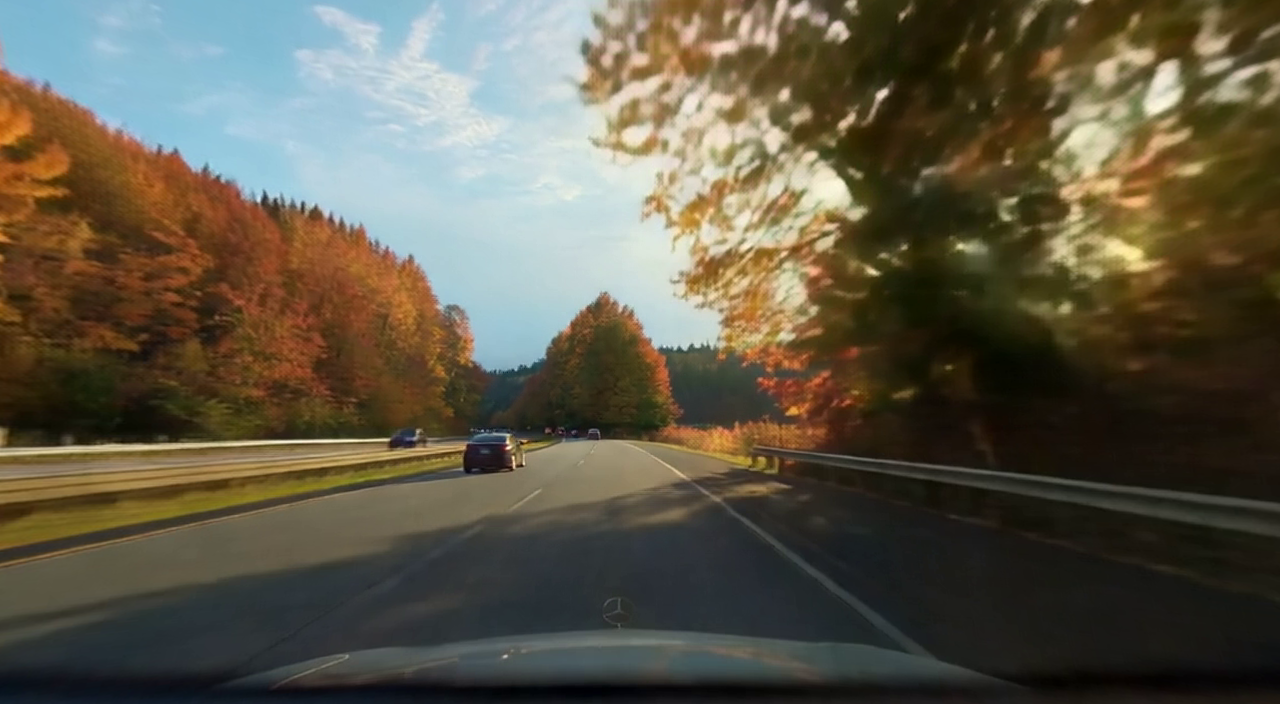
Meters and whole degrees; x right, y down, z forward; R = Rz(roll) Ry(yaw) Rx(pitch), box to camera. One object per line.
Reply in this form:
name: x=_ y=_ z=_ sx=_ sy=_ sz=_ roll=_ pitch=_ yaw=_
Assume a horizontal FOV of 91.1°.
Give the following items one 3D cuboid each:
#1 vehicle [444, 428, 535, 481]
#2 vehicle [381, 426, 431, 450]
vehicle: x=-4.865 y=3.359 z=21.040 sx=2.073 sy=1.559 sz=4.393 roll=0 pitch=-8 yaw=-2
vehicle: x=-15.448 y=5.695 z=41.734 sx=1.930 sy=1.504 sz=3.975 roll=0 pitch=-8 yaw=-2
